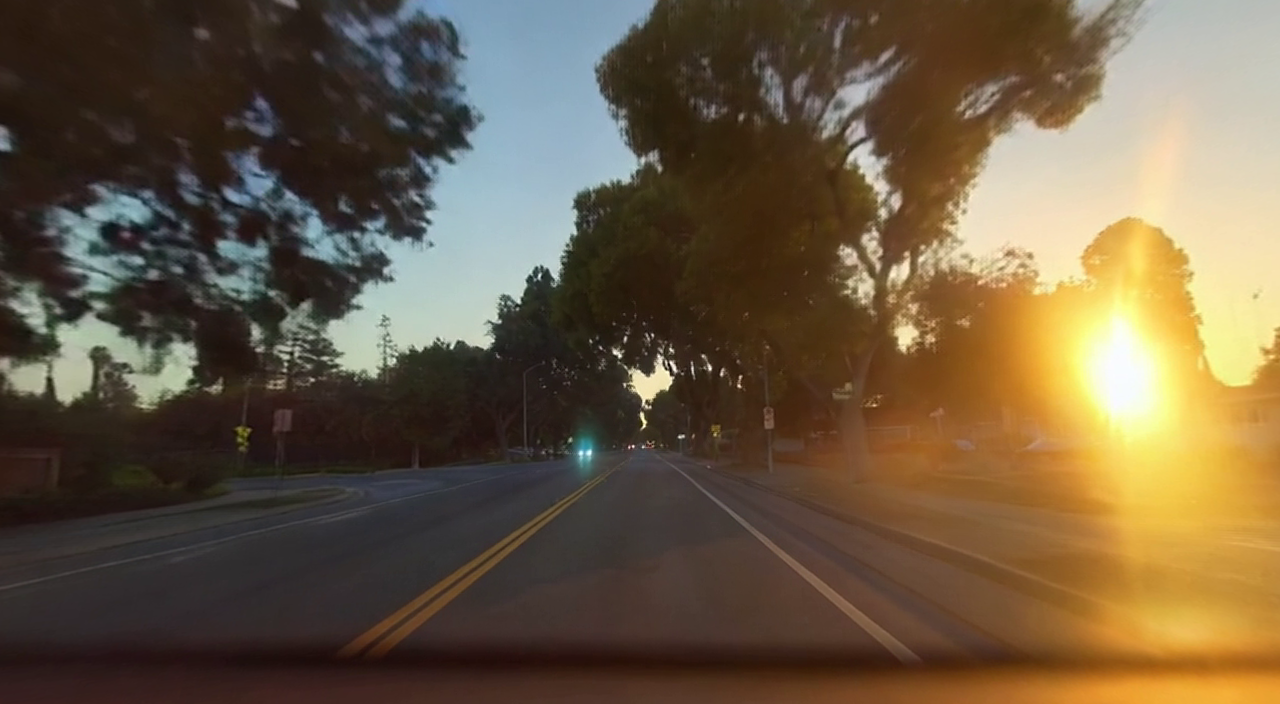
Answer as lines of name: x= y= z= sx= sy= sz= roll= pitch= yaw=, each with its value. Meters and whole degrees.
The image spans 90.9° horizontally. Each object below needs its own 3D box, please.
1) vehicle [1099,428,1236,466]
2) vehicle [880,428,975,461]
vehicle: x=21.309 y=3.843 z=25.566 sx=3.879 sy=1.452 sz=1.838 roll=0 pitch=-9 yaw=0
vehicle: x=18.438 y=5.966 z=40.570 sx=4.978 sy=1.991 sz=2.234 roll=-1 pitch=-8 yaw=3
